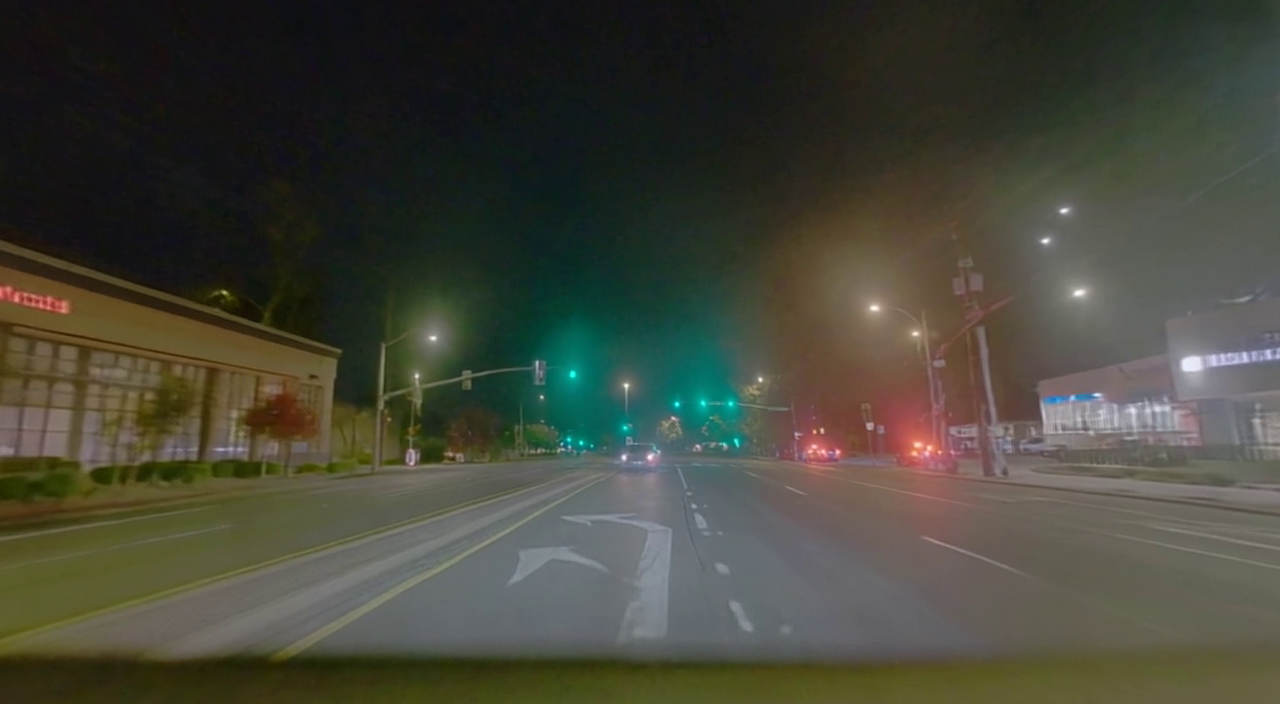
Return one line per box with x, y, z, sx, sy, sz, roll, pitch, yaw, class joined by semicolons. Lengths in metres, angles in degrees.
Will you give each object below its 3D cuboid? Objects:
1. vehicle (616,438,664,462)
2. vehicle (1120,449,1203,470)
-0.033;7.594;48.899;2.010;1.728;4.408;4;-9;-26;vehicle
41.071;8.460;49.886;1.790;1.474;4.620;4;-9;-24;vehicle
